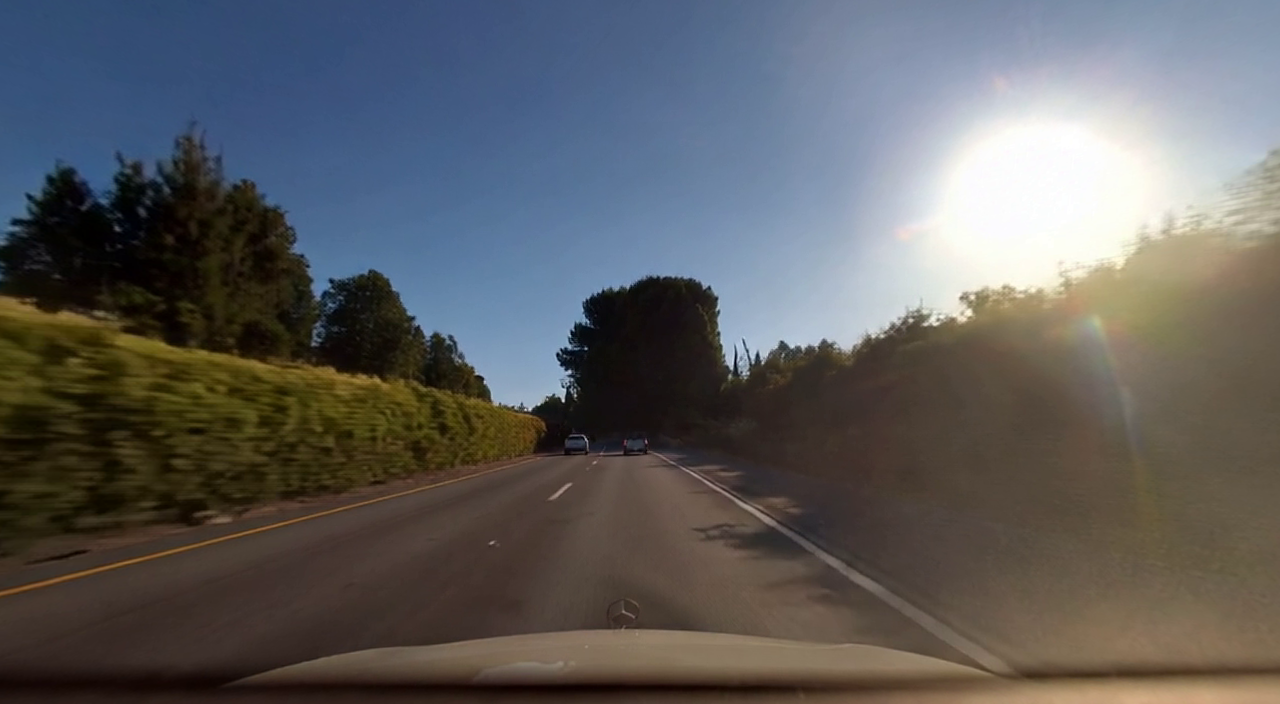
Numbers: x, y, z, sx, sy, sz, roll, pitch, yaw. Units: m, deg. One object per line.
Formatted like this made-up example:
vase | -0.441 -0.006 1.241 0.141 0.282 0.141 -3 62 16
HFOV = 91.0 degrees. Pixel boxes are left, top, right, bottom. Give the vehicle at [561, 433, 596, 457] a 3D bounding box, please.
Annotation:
vehicle | -4.210 6.445 43.759 2.062 1.567 4.117 0 -8 -1

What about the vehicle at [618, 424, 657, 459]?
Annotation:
vehicle | -0.210 5.308 37.329 2.223 1.957 4.416 0 -8 -2
